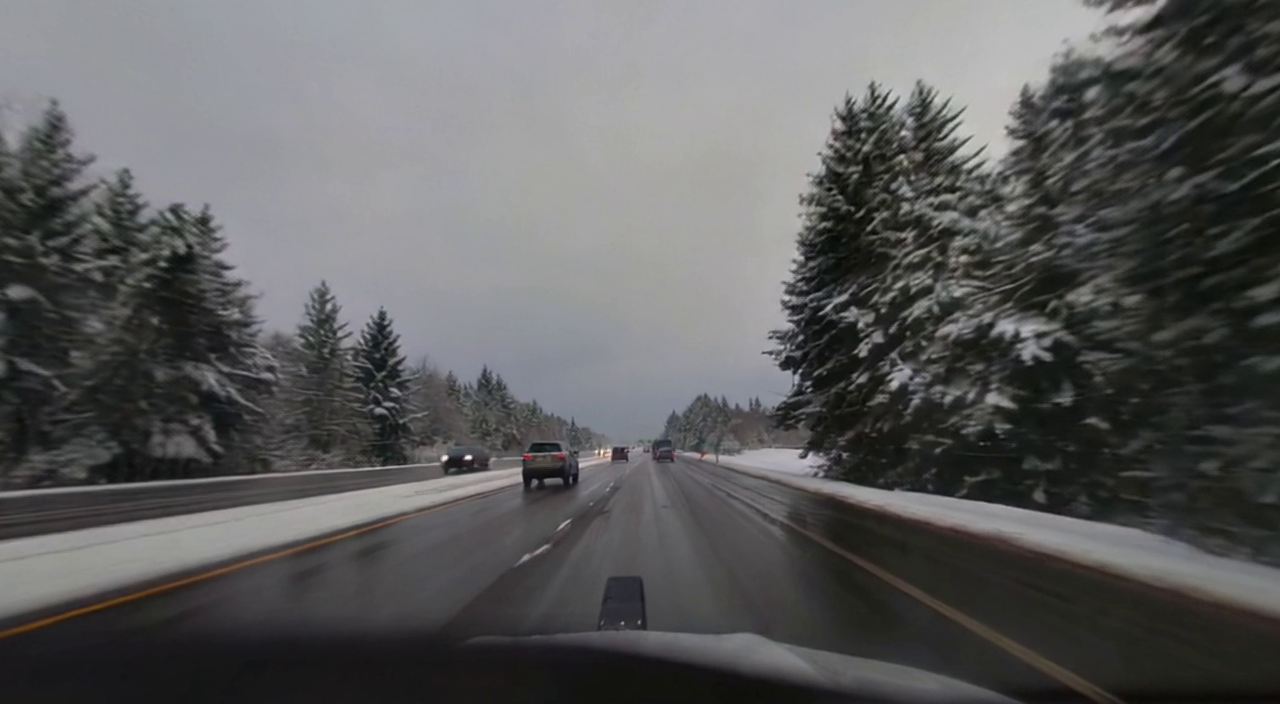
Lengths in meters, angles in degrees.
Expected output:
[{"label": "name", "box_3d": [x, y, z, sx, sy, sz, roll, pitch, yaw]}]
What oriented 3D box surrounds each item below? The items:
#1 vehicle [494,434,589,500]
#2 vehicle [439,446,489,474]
[{"label": "vehicle", "box_3d": [-2.787, 3.376, 18.849, 2.038, 1.723, 4.150, 0, -9, 2]}, {"label": "vehicle", "box_3d": [-11.094, 6.816, 39.929, 1.868, 1.667, 4.142, 0, -9, 1]}]
